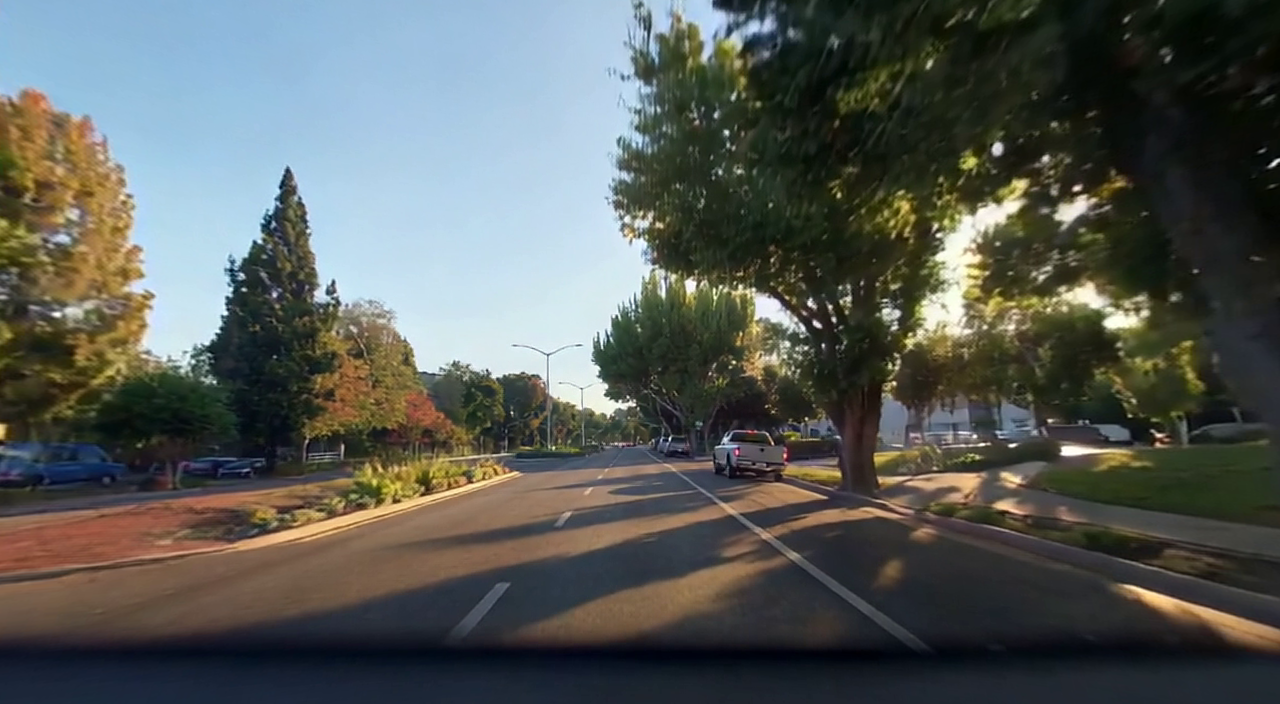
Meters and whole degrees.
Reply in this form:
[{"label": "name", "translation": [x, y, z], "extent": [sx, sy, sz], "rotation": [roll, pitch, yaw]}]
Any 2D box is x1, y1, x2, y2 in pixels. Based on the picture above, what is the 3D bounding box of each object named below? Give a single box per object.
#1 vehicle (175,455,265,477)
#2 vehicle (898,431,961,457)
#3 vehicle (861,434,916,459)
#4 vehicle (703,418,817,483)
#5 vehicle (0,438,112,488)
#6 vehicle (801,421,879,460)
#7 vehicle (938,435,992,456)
[{"label": "vehicle", "translation": [-29.124, 7.913, 43.867], "extent": [4.719, 1.433, 1.995], "rotation": [0, -8, -5]}, {"label": "vehicle", "translation": [22.612, 7.232, 49.569], "extent": [2.313, 1.900, 5.397], "rotation": [0, -8, -1]}, {"label": "vehicle", "translation": [19.323, 7.363, 49.386], "extent": [2.084, 1.777, 5.407], "rotation": [0, -8, 0]}, {"label": "vehicle", "translation": [3.825, 3.307, 21.428], "extent": [2.493, 1.896, 5.433], "rotation": [0, -8, -3]}, {"label": "vehicle", "translation": [-35.349, 6.457, 36.860], "extent": [6.147, 2.763, 2.919], "rotation": [0, -8, -2]}, {"label": "vehicle", "translation": [11.052, 4.978, 35.385], "extent": [2.197, 1.923, 5.799], "rotation": [2, -8, -3]}, {"label": "vehicle", "translation": [25.383, 7.298, 49.344], "extent": [1.896, 1.538, 4.080], "rotation": [0, -8, -2]}]
